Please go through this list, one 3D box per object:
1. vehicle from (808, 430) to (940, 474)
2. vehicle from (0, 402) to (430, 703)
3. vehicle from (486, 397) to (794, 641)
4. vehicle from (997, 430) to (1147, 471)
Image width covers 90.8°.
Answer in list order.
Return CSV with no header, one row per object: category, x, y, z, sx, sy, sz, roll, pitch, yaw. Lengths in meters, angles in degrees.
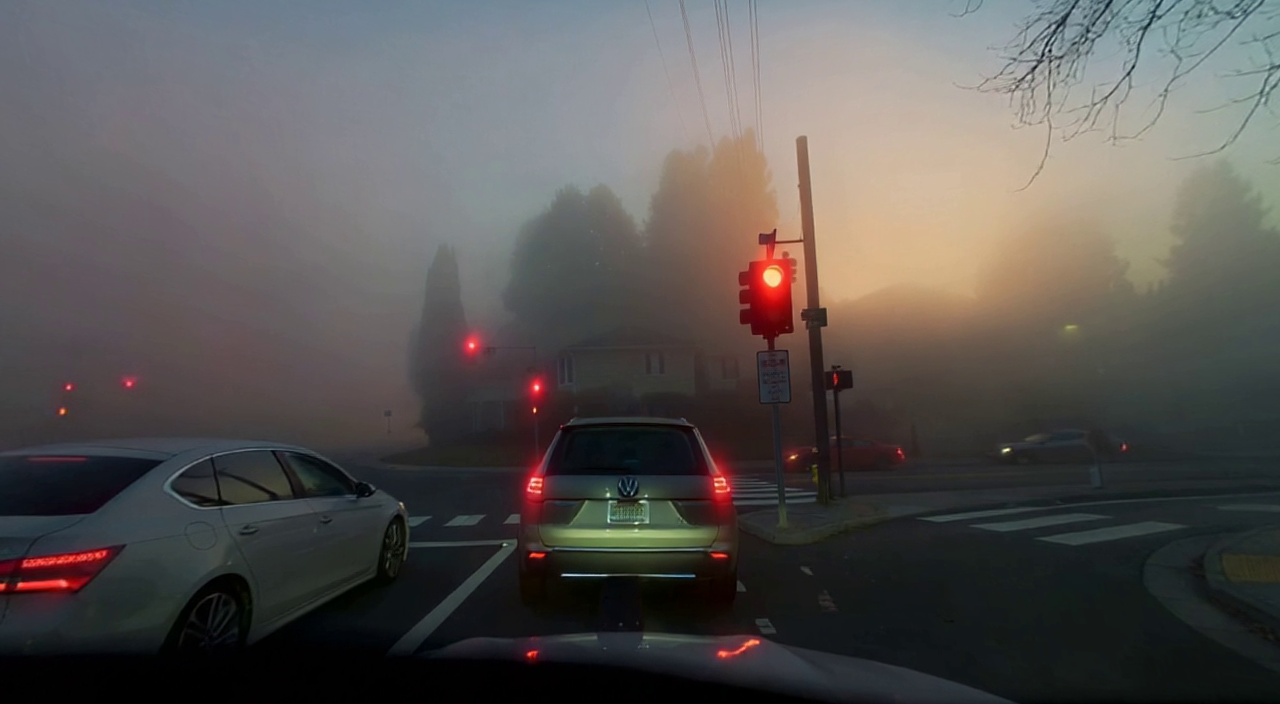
vehicle,9.908,4.280,27.104,4.887,1.769,2.035,-1,-9,6
vehicle,-3.297,1.272,4.703,2.035,1.492,4.415,0,-9,-2
vehicle,-0.142,1.471,6.563,2.154,1.670,4.140,1,-9,-5
vehicle,17.811,4.087,26.242,4.670,1.616,1.926,-1,-9,6
